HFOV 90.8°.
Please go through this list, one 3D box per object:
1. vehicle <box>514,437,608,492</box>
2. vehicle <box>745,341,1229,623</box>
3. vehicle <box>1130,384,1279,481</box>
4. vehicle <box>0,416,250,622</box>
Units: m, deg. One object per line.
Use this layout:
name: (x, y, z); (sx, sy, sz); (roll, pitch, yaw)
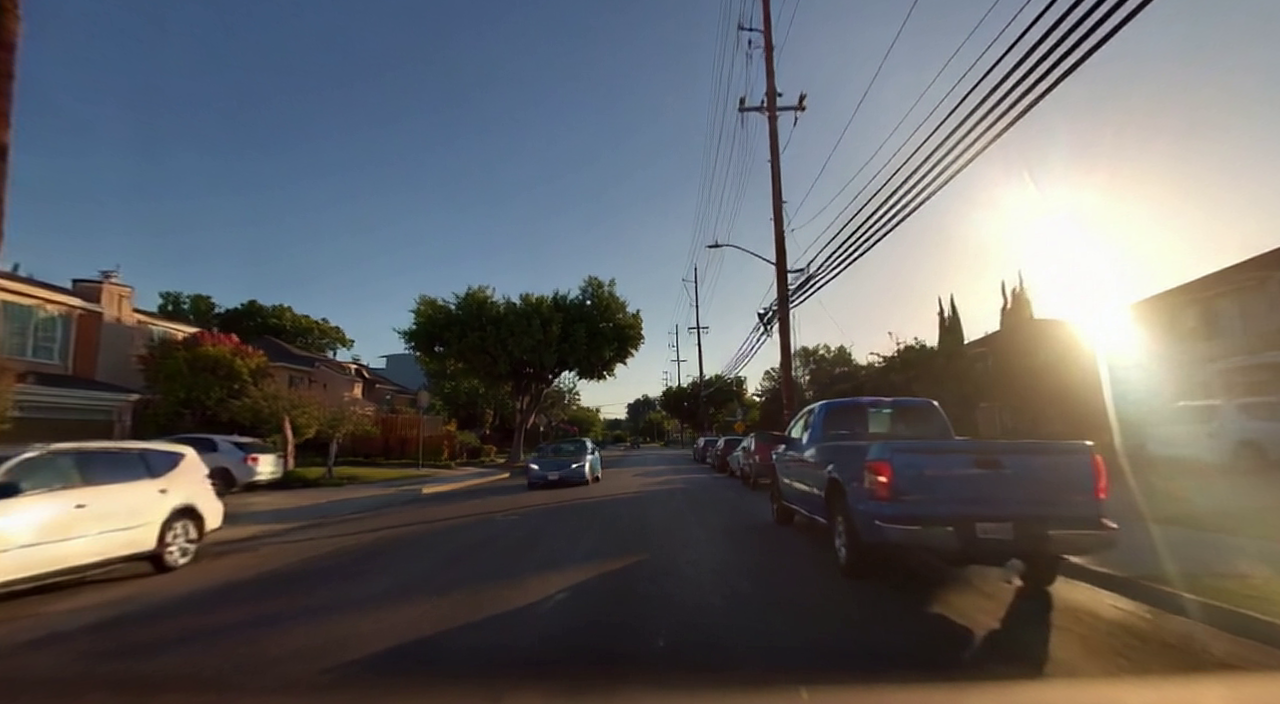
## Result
vehicle: (-2.372, 3.520, 20.215); (2.213, 1.548, 4.370); (0, -8, 3)
vehicle: (3.010, 1.385, 7.838); (2.437, 2.015, 6.511); (0, -8, 1)
vehicle: (14.318, 1.722, 14.109); (4.778, 1.903, 2.205); (-3, -8, -1)
vehicle: (-6.548, 1.619, 6.604); (1.930, 1.784, 4.474); (0, -8, 2)
